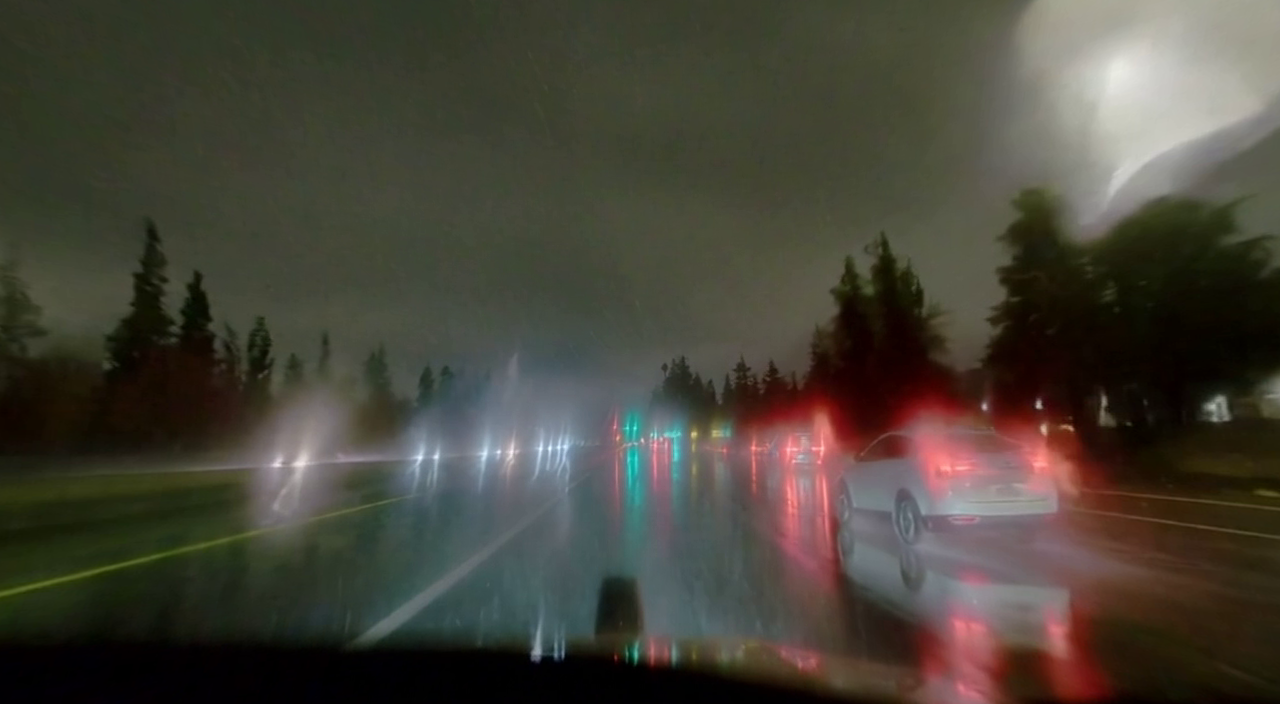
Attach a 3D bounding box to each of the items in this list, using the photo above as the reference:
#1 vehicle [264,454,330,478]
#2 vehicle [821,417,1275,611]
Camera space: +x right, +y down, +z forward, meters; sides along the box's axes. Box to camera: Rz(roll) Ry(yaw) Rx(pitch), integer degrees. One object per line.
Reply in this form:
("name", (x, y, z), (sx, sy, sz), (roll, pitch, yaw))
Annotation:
("vehicle", (-21.832, 7.251, 40.409), (1.793, 1.404, 4.288), (1, -9, -1))
("vehicle", (3.861, 1.614, 7.350), (2.018, 1.477, 4.800), (0, -9, -1))
